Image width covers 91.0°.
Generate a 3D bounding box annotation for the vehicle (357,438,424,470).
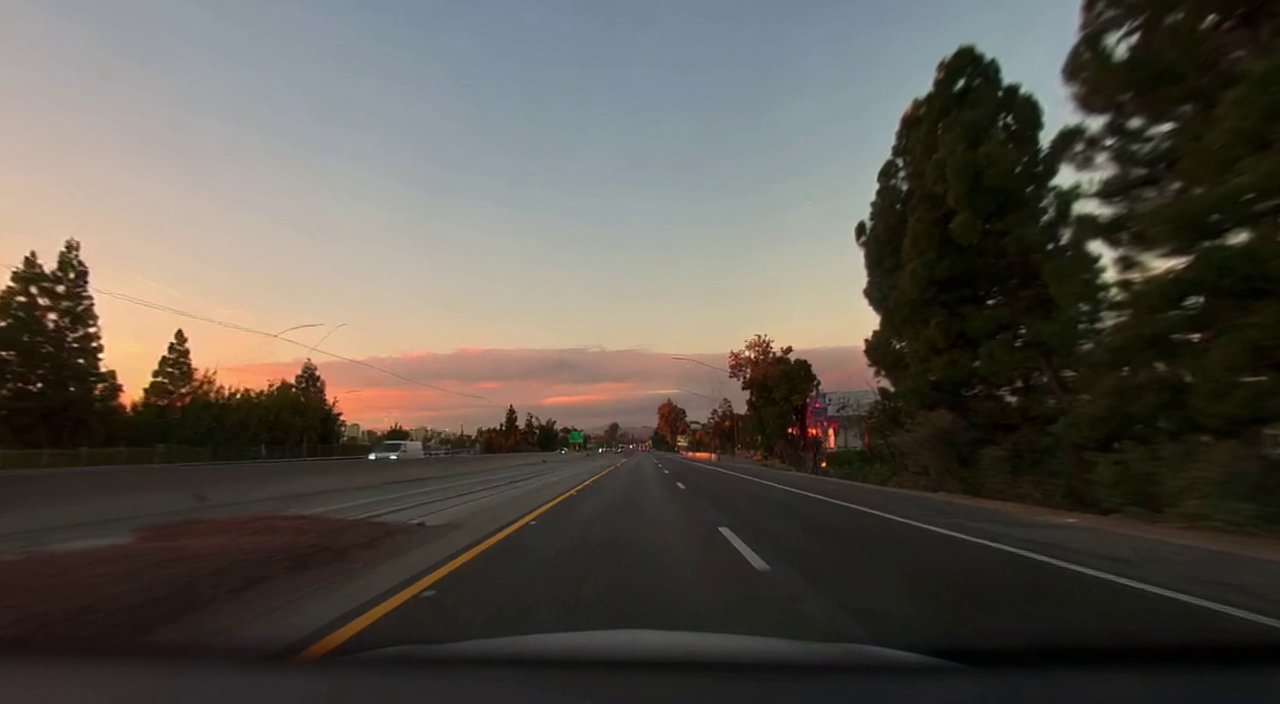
[{"bbox_3d":[-17.572,7.223,44.702,2.318,2.113,5.579,0,-9,1],"label":"vehicle"}]
